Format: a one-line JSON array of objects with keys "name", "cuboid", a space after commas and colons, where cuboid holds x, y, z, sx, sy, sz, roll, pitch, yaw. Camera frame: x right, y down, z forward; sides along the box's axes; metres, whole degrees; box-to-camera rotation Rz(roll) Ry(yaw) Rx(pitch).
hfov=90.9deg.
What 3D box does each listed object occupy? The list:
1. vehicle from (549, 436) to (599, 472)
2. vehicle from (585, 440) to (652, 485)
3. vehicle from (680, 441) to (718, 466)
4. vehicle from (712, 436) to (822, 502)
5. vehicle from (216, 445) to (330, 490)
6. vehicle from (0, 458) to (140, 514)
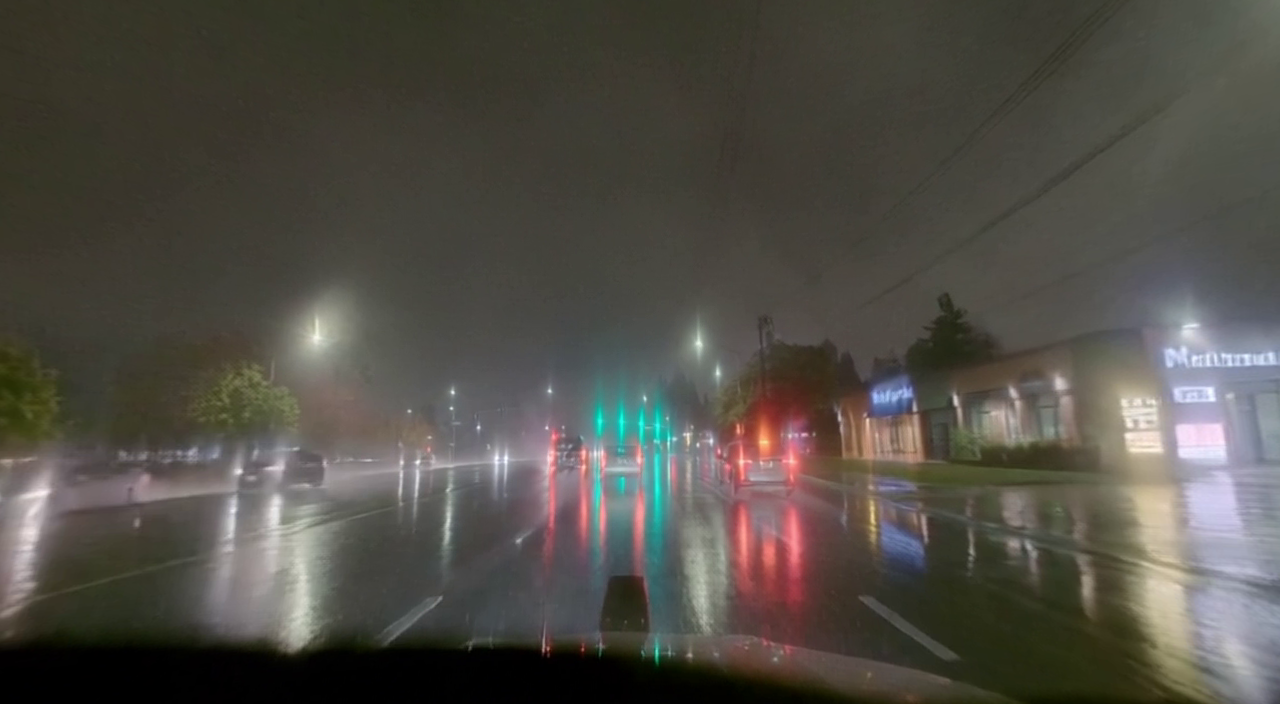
[{"name": "vehicle", "cuboid": [-3.325, 5.264, 32.824, 2.023, 1.720, 4.452, -1, -9, 1]}, {"name": "vehicle", "cuboid": [-0.663, 3.877, 22.426, 1.971, 1.433, 3.923, -1, -9, 4]}, {"name": "vehicle", "cuboid": [3.695, 6.449, 40.244, 1.913, 1.463, 4.198, 0, -9, -1]}, {"name": "vehicle", "cuboid": [3.171, 3.016, 16.686, 1.948, 1.474, 4.360, 0, -9, -1]}, {"name": "vehicle", "cuboid": [-15.267, 4.798, 26.580, 1.957, 1.732, 4.568, 0, -9, 1]}, {"name": "vehicle", "cuboid": [-19.278, 4.278, 20.584, 1.984, 1.481, 4.752, 0, -9, 0]}]
